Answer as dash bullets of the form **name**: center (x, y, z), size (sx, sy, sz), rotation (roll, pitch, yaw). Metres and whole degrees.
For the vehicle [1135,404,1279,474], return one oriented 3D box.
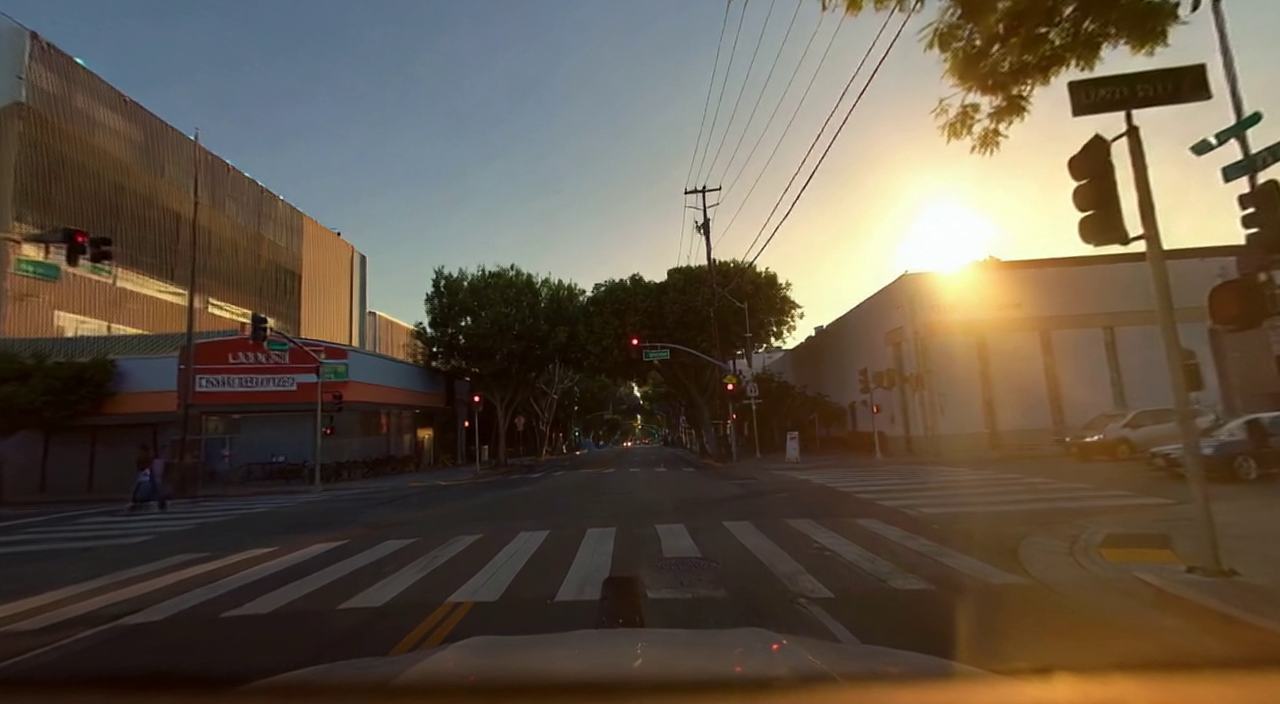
- **vehicle**: center (14.450, 2.003, 14.460), size (4.632, 1.484, 1.907), rotation (0, -8, -1)
